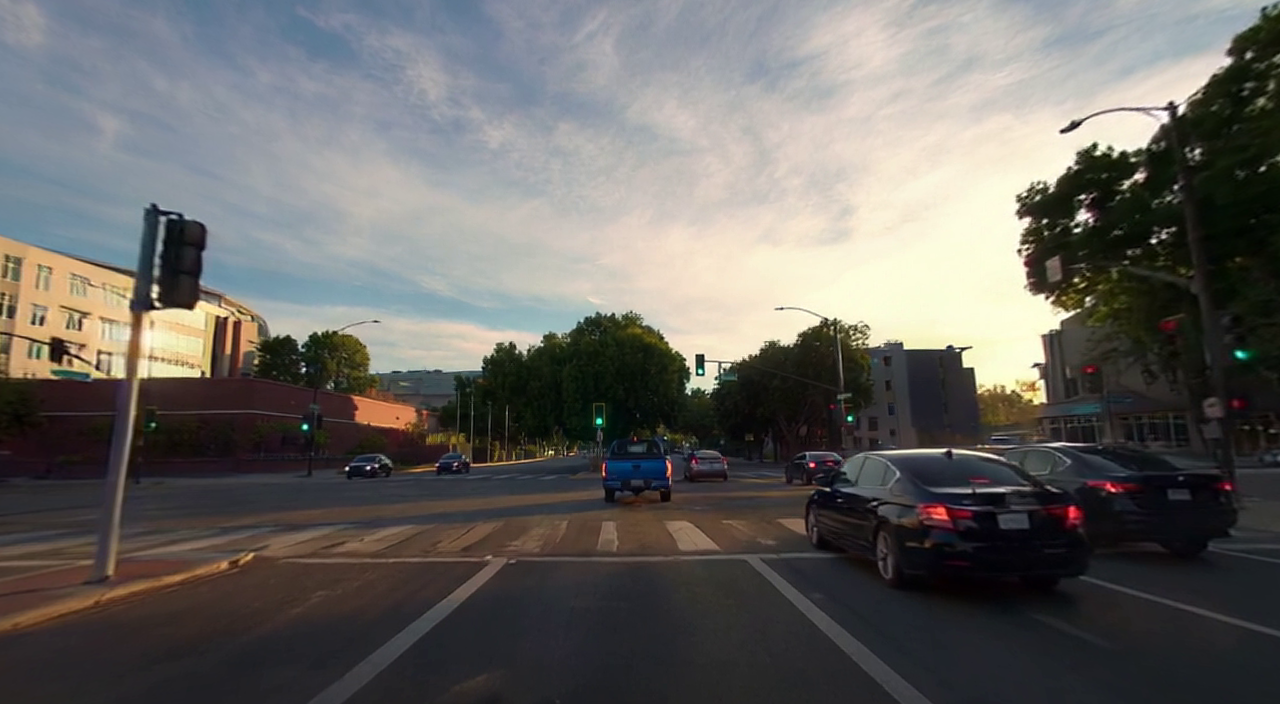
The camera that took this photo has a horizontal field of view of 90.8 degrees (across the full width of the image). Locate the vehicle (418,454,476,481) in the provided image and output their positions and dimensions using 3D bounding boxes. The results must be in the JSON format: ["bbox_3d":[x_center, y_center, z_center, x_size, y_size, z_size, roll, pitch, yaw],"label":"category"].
[{"bbox_3d":[-11.604,6.931,38.319,1.989,1.459,4.667,0,-8,0],"label":"vehicle"}]

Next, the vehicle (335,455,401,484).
[{"bbox_3d":[-15.717,6.789,36.806,1.915,1.491,4.347,0,-8,0],"label":"vehicle"}]

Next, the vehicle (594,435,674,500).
[{"bbox_3d":[-0.213,3.732,20.825,2.344,1.883,4.572,0,-9,-1],"label":"vehicle"}]

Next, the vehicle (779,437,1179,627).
[{"bbox_3d":[3.165,1.744,7.217,2.057,1.463,4.365,0,-8,-1],"label":"vehicle"}]

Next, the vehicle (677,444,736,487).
[{"bbox_3d":[2.897,5.049,28.464,2.013,1.742,4.424,0,-9,-2],"label":"vehicle"}]
